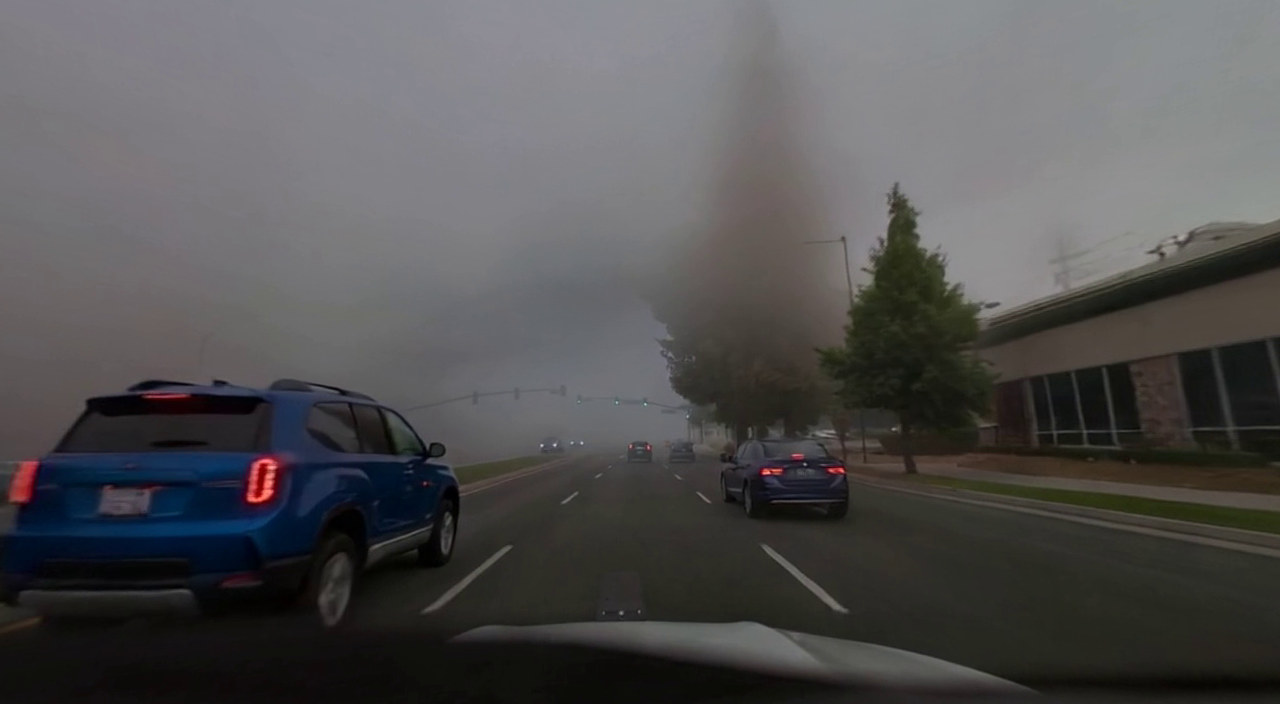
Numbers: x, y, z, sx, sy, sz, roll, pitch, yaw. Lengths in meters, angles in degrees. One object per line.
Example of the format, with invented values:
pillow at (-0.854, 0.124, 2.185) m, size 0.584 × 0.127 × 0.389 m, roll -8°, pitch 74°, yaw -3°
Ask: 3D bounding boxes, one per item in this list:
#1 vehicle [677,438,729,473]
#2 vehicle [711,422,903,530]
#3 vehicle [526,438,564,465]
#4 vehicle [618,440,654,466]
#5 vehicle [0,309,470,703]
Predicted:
vehicle at (2.868, 4.811, 29.607) m, size 1.842 × 1.480 × 4.155 m, roll 0°, pitch -8°, yaw -2°
vehicle at (2.759, 2.199, 11.833) m, size 2.174 × 1.596 × 4.779 m, roll 0°, pitch -8°, yaw -1°
vehicle at (-6.787, 7.130, 45.472) m, size 2.136 × 1.837 × 4.669 m, roll 0°, pitch -8°, yaw -2°
vehicle at (-0.280, 6.100, 38.127) m, size 2.008 × 1.464 × 4.052 m, roll 0°, pitch -8°, yaw -1°
vehicle at (-3.357, 1.172, 5.840) m, size 2.368 × 2.037 × 5.319 m, roll 0°, pitch -9°, yaw -4°
